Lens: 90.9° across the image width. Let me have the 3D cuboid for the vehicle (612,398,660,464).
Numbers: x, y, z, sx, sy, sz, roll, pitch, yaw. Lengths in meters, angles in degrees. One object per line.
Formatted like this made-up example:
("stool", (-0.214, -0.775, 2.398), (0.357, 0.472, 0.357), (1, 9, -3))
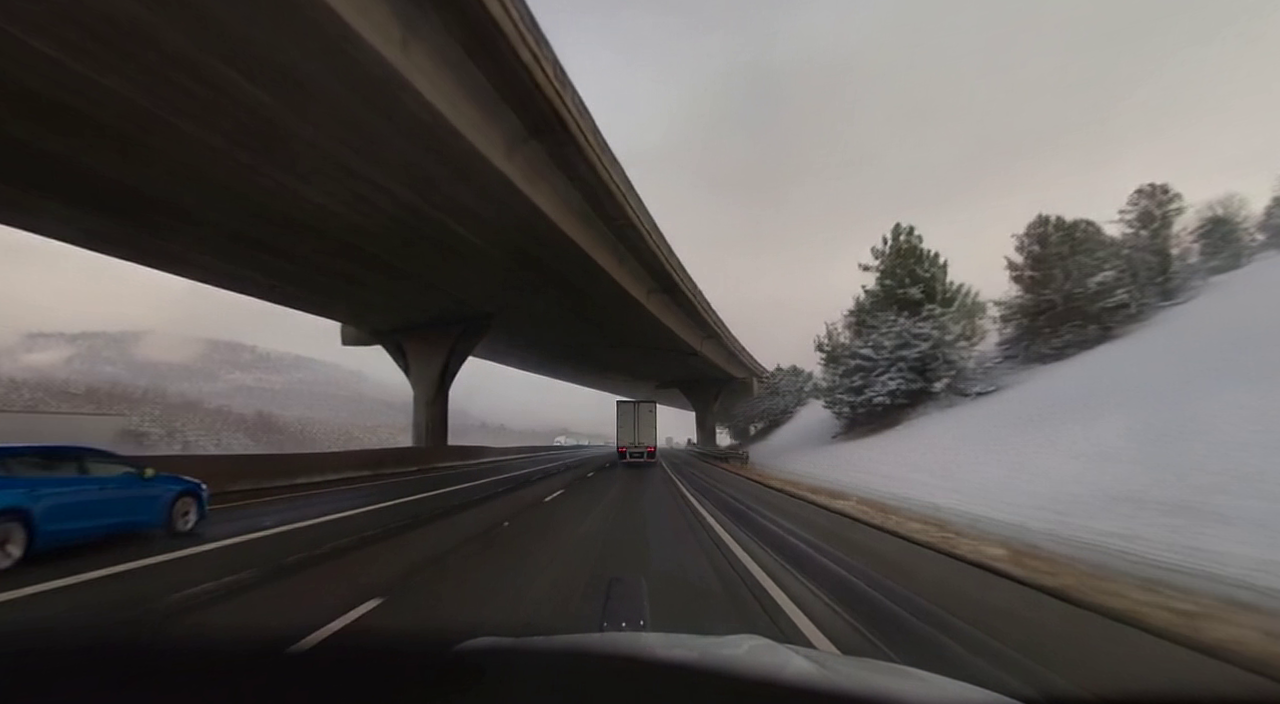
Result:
("vehicle", (-0.202, 5.611, 43.956), (2.866, 4.014, 11.261), (0, -8, 0))

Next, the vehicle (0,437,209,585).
("vehicle", (-7.574, 1.738, 7.159), (2.078, 1.496, 4.563), (0, -8, 1))
